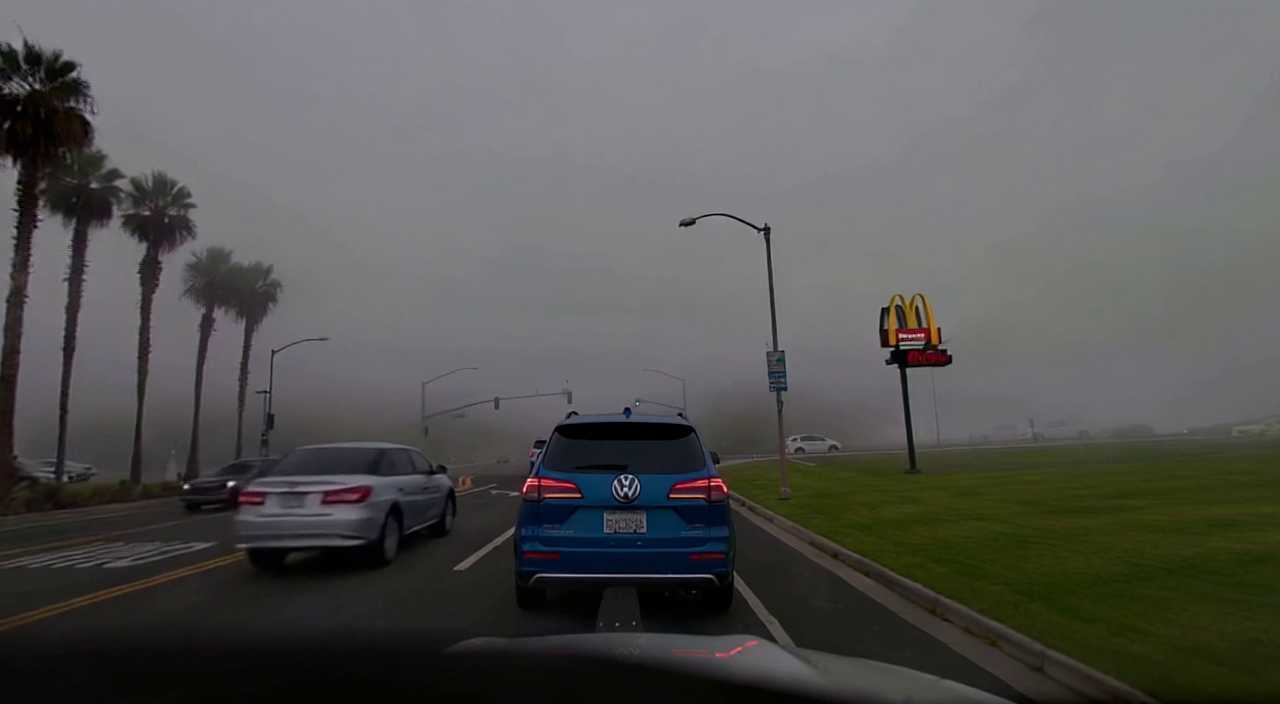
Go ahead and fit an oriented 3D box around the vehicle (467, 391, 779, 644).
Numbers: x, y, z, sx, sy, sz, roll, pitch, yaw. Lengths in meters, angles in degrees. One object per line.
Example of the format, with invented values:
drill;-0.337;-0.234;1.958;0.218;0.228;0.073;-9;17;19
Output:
vehicle;-0.141;1.429;6.384;2.137;1.728;3.926;0;-9;-1

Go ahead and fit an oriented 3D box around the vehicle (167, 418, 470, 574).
vehicle;-4.028;1.870;8.979;2.023;1.648;4.302;0;-9;0

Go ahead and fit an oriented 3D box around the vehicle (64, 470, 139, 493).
vehicle;-39.935;9.618;47.001;1.823;1.427;4.251;0;-9;-1

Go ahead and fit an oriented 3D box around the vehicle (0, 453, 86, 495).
vehicle;-28.116;5.420;28.202;4.584;1.714;2.186;4;-10;-27

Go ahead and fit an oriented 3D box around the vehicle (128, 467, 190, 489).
vehicle;-35.630;9.302;46.876;1.672;1.397;3.682;0;-9;0
